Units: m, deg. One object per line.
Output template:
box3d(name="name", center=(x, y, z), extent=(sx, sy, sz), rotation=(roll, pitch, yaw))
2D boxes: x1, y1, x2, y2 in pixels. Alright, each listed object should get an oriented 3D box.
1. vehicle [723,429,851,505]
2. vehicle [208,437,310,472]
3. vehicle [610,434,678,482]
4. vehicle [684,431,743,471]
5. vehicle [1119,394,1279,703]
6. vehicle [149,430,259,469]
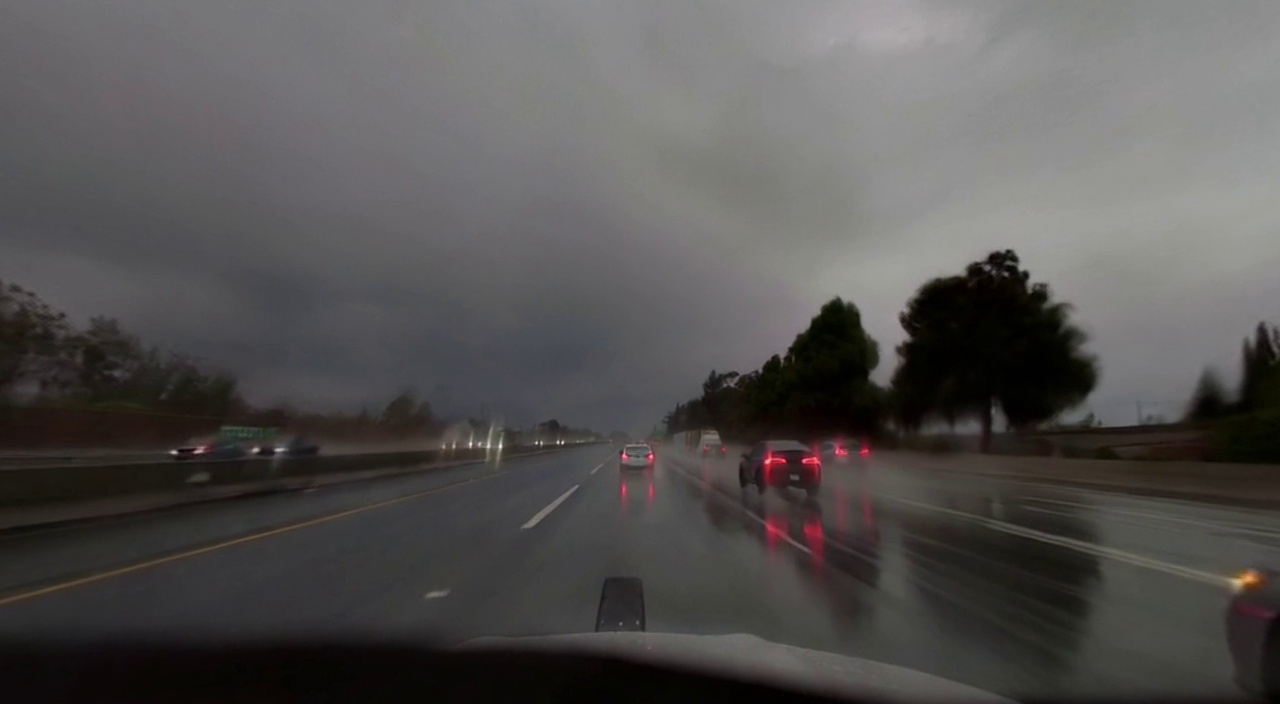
box3d(name="vehicle", center=(3.227, 2.620, 14.816), extent=(1.856, 1.517, 4.198), rotation=(0, -8, -2))
box3d(name="vehicle", center=(-17.501, 4.734, 29.326), extent=(2.018, 1.489, 4.474), rotation=(0, -8, -1))
box3d(name="vehicle", center=(0.062, 3.584, 21.593), extent=(2.098, 1.475, 3.997), rotation=(0, -8, -2))
box3d(name="vehicle", center=(3.221, 4.450, 28.523), extent=(1.997, 1.663, 4.169), rotation=(0, -8, -3))
box3d(name="vehicle", center=(3.541, 0.684, 0.878), extent=(1.993, 1.504, 4.781), rotation=(0, -8, 0))
box3d(name="vehicle", center=(-22.201, 5.007, 32.508), extent=(1.995, 1.805, 5.189), rotation=(0, -8, -1))
